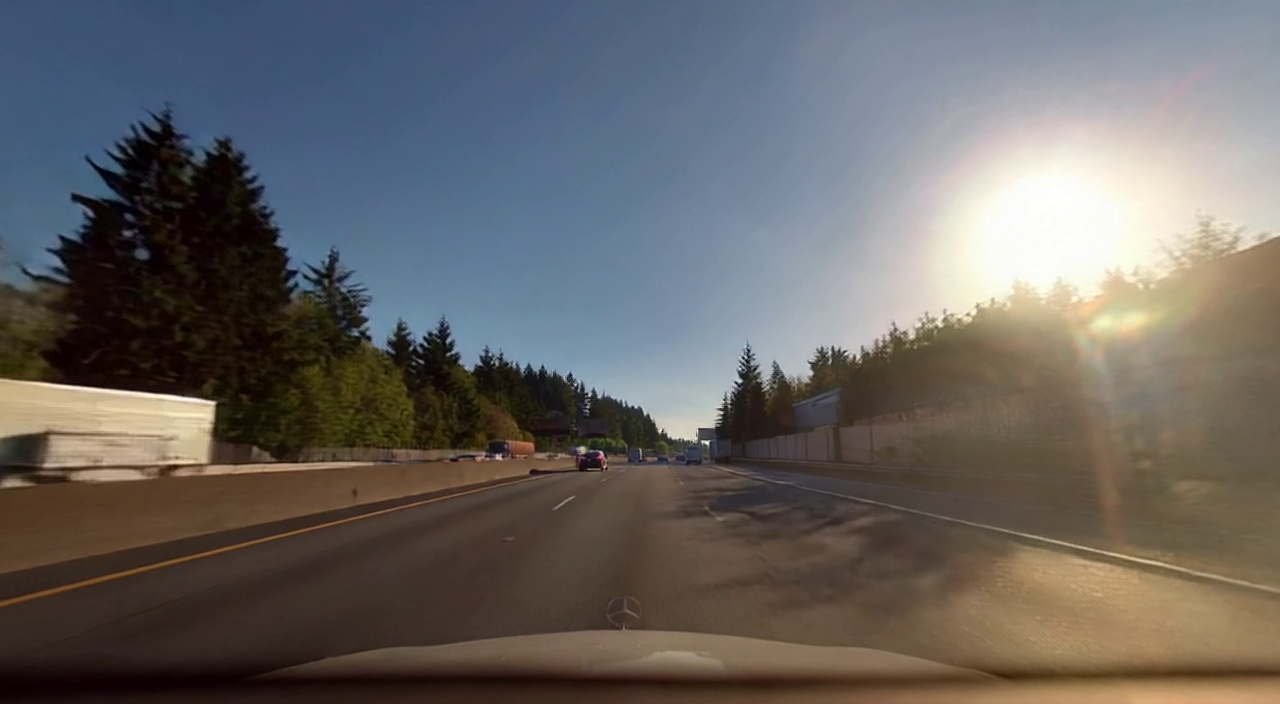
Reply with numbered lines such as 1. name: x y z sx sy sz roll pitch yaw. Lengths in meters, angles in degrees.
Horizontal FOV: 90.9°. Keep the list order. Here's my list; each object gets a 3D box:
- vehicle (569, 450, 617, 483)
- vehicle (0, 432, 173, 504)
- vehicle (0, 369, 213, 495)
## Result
1. vehicle: -2.260 5.642 31.405 2.035 1.513 4.272 0 -9 0
2. vehicle: -17.821 3.602 19.954 2.095 1.943 5.068 0 -9 1
3. vehicle: -21.915 2.943 22.540 3.072 4.005 14.020 -1 -9 2
